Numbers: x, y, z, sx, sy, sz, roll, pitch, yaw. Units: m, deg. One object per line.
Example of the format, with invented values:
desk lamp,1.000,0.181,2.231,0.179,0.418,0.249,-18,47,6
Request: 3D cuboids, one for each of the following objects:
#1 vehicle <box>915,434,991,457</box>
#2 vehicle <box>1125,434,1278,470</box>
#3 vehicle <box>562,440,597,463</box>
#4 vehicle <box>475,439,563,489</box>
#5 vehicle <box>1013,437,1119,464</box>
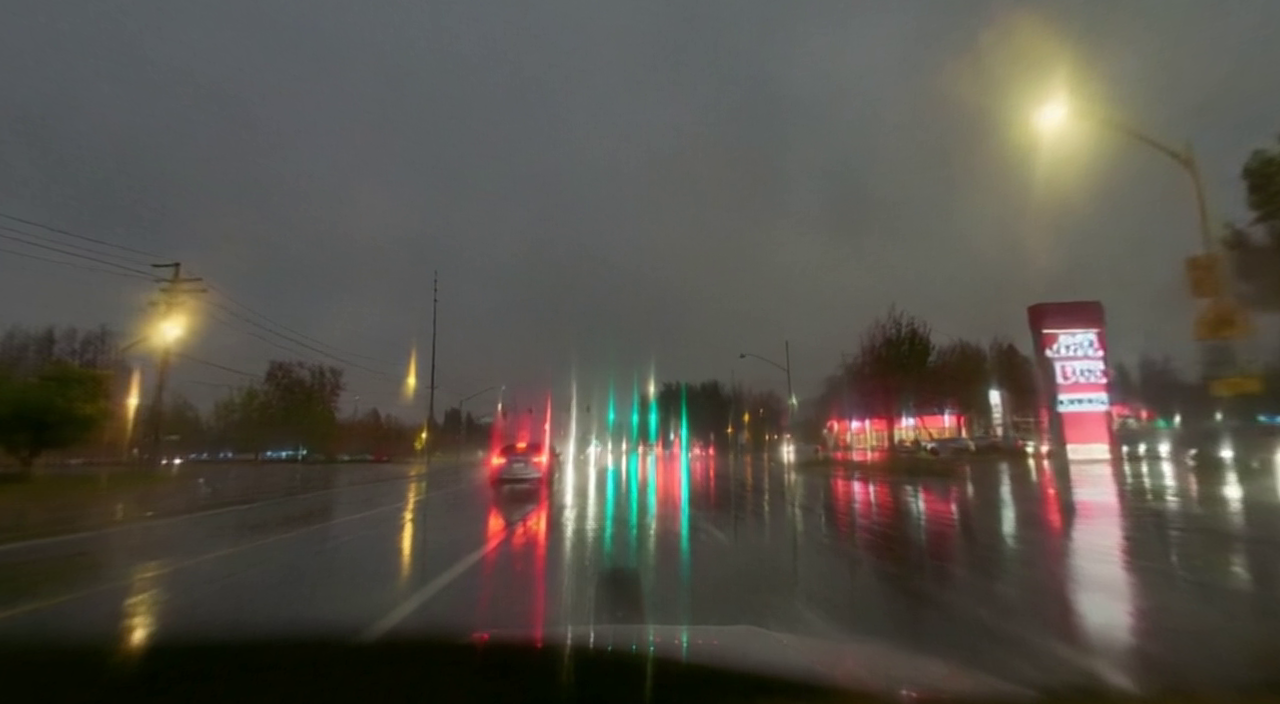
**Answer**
vehicle,23.336,7.006,47.321,4.824,1.693,1.984,-3,-9,20
vehicle,24.776,4.435,28.125,4.554,1.470,2.020,-4,-9,24
vehicle,-4.383,7.263,46.216,2.143,1.643,4.336,0,-9,0
vehicle,-3.963,3.753,21.526,2.097,1.497,4.571,0,-9,0
vehicle,24.998,5.815,37.320,4.799,1.497,1.952,-4,-9,22
